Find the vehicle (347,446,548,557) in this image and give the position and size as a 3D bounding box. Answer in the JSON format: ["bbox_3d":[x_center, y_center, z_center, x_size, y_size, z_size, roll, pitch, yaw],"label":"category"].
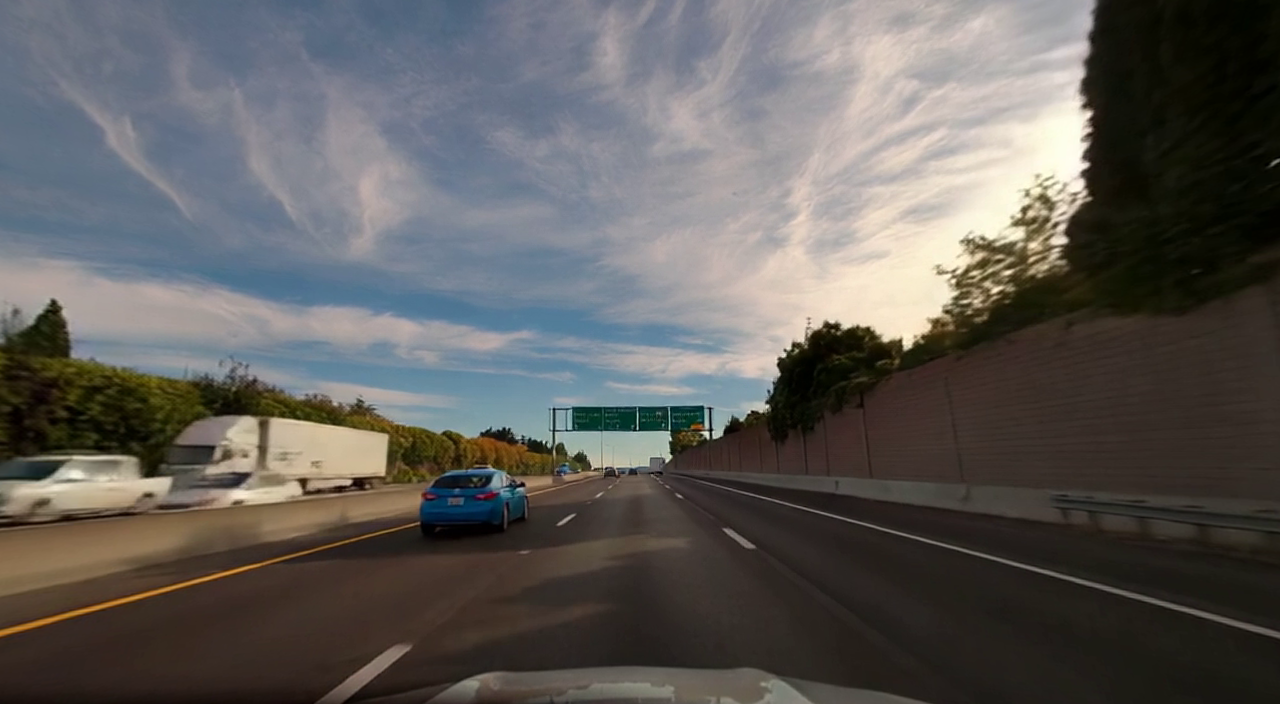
[{"bbox_3d":[-3.012,2.497,11.080,2.045,1.487,4.582,1,-10,0],"label":"vehicle"}]

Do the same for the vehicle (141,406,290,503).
[{"bbox_3d":[-19.452,4.820,29.369,2.939,4.029,5.203,1,-11,1],"label":"vehicle"}]

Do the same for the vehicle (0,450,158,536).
[{"bbox_3d":[-11.844,2.682,12.309,1.800,1.445,3.699,1,-10,1],"label":"vehicle"}]
